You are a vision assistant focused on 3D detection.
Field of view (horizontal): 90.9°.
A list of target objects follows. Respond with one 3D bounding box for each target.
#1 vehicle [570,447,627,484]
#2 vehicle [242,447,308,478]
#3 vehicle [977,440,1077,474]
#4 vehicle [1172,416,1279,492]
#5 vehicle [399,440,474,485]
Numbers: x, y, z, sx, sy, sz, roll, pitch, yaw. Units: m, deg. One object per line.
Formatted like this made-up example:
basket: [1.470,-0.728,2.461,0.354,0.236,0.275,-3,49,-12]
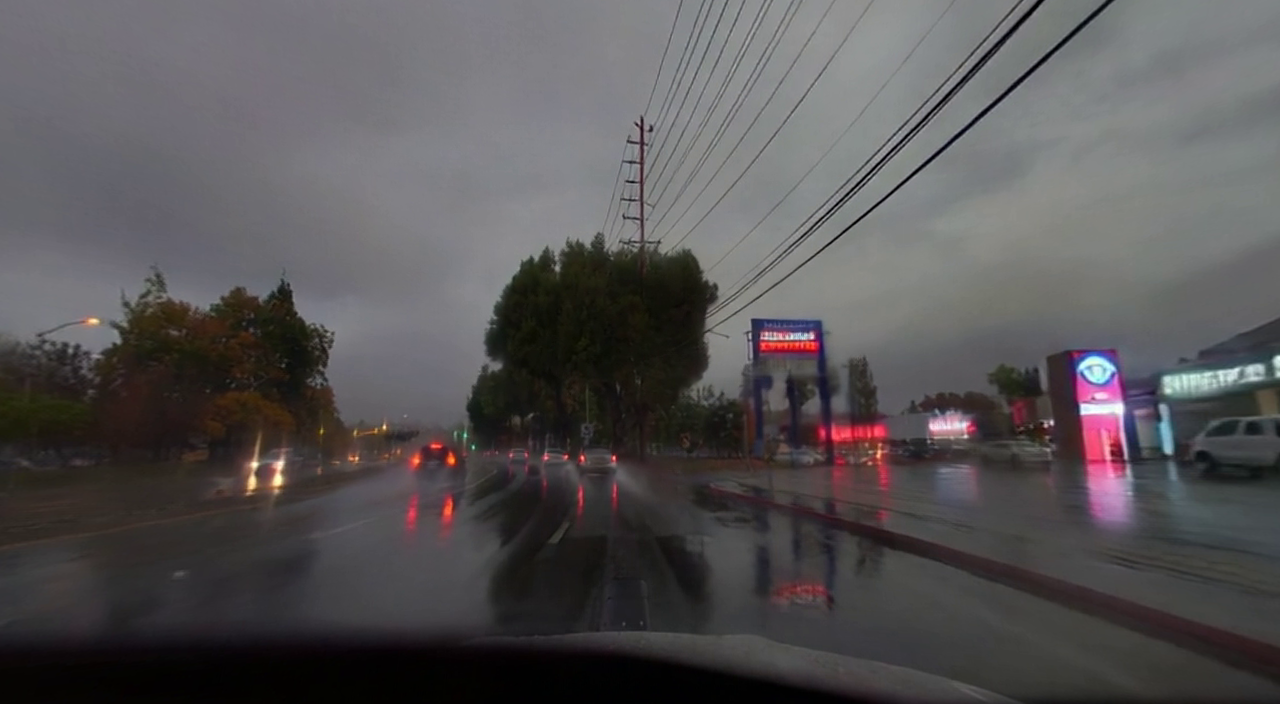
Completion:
vehicle: [-1.911,4.935,27.836,2.130,1.476,4.453,1,-9,-8]
vehicle: [-25.393,7.668,44.195,2.258,1.960,5.783,2,-9,-12]
vehicle: [18.220,4.958,29.965,1.795,1.485,4.601,0,-9,0]
vehicle: [17.060,2.681,16.720,1.863,1.889,4.839,-3,-10,5]
vehicle: [-8.705,4.734,27.405,2.195,1.752,4.515,1,-9,-7]
